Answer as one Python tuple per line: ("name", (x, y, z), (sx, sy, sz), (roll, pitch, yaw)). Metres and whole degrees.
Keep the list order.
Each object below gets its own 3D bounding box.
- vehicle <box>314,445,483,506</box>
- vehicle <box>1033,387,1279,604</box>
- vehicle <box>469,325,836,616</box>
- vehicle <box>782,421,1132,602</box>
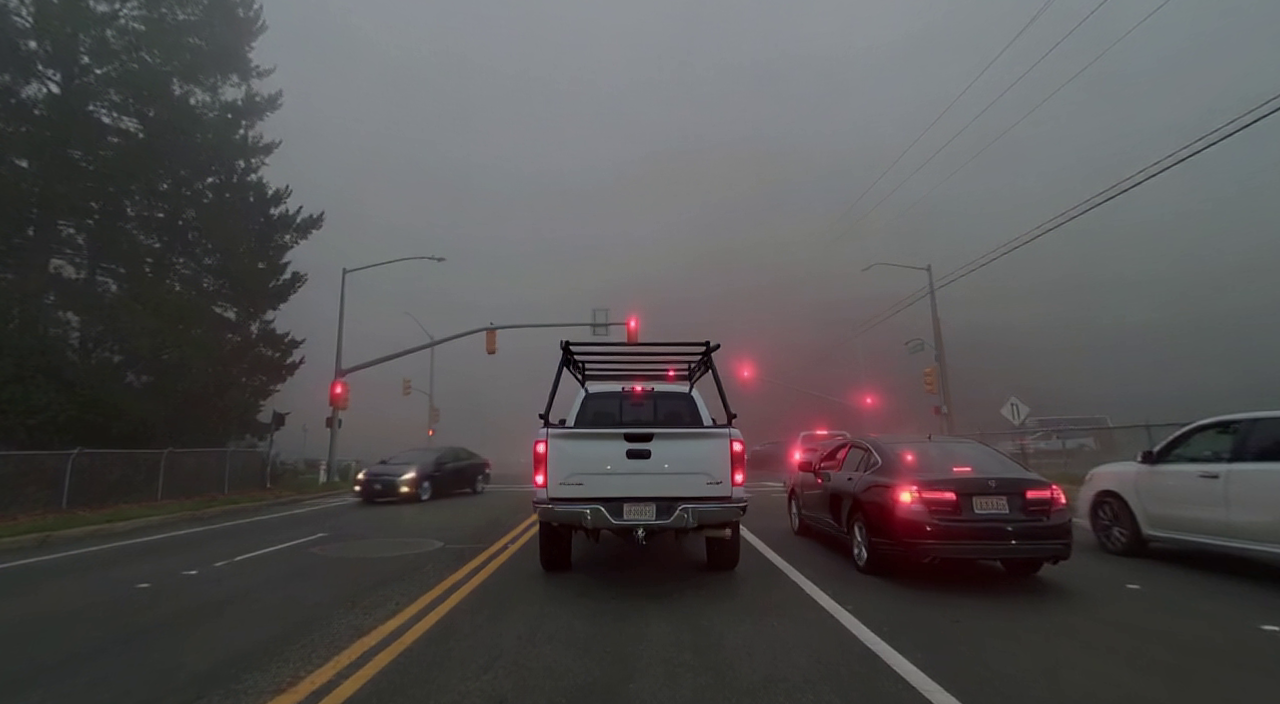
("vehicle", (-7.260, 3.727, 19.717), (2.378, 1.611, 5.046), (-2, -9, 14))
("vehicle", (6.153, 1.297, 6.013), (1.982, 1.727, 4.352), (0, -8, 1))
("vehicle", (0.099, 1.356, 8.062), (2.831, 2.284, 6.149), (0, -8, 0))
("vehicle", (3.118, 1.637, 7.362), (1.993, 1.495, 4.060), (0, -8, 1))
